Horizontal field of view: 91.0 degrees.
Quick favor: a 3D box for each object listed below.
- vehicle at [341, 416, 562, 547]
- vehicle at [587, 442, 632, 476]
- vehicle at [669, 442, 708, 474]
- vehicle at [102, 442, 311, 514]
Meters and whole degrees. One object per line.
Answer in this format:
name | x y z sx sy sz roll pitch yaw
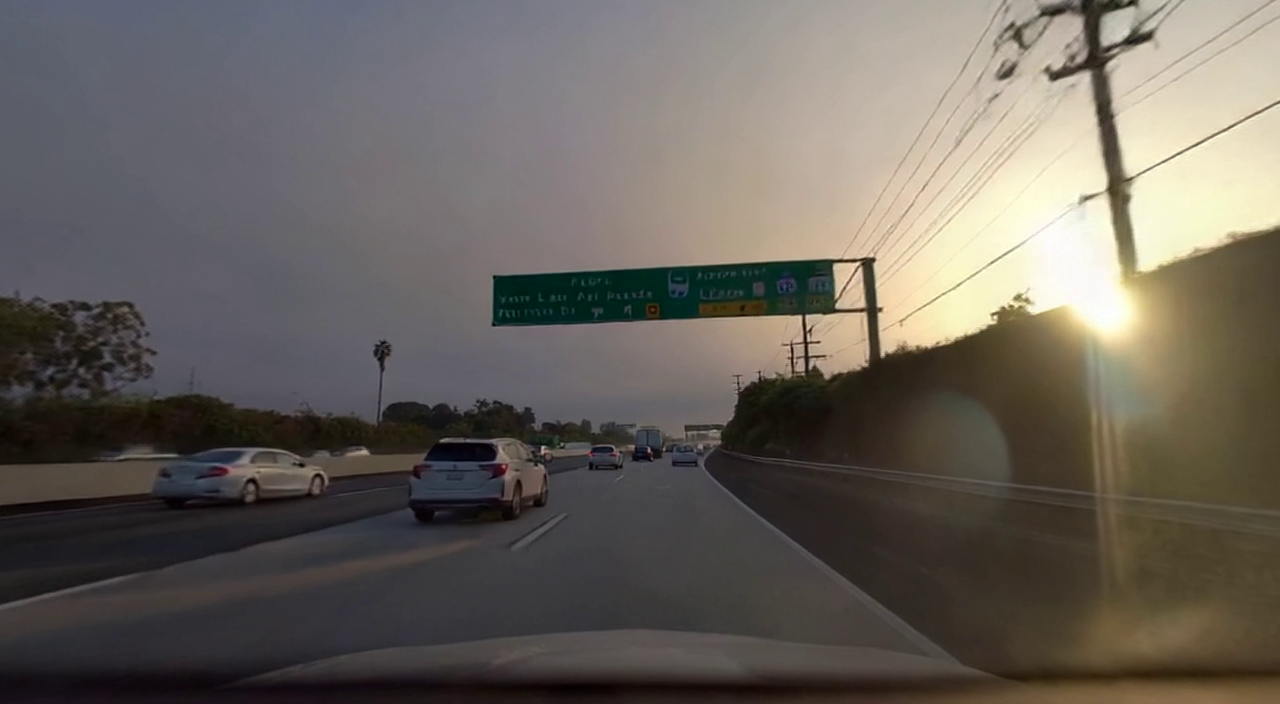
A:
vehicle | -2.934 2.173 11.279 2.202 1.801 4.959 0 -9 3
vehicle | -1.567 5.698 33.845 1.976 1.688 4.124 -1 -9 4
vehicle | 2.787 5.998 35.827 2.038 1.677 4.219 -1 -9 5
vehicle | -10.473 3.039 15.739 1.954 1.517 4.378 0 -9 3
